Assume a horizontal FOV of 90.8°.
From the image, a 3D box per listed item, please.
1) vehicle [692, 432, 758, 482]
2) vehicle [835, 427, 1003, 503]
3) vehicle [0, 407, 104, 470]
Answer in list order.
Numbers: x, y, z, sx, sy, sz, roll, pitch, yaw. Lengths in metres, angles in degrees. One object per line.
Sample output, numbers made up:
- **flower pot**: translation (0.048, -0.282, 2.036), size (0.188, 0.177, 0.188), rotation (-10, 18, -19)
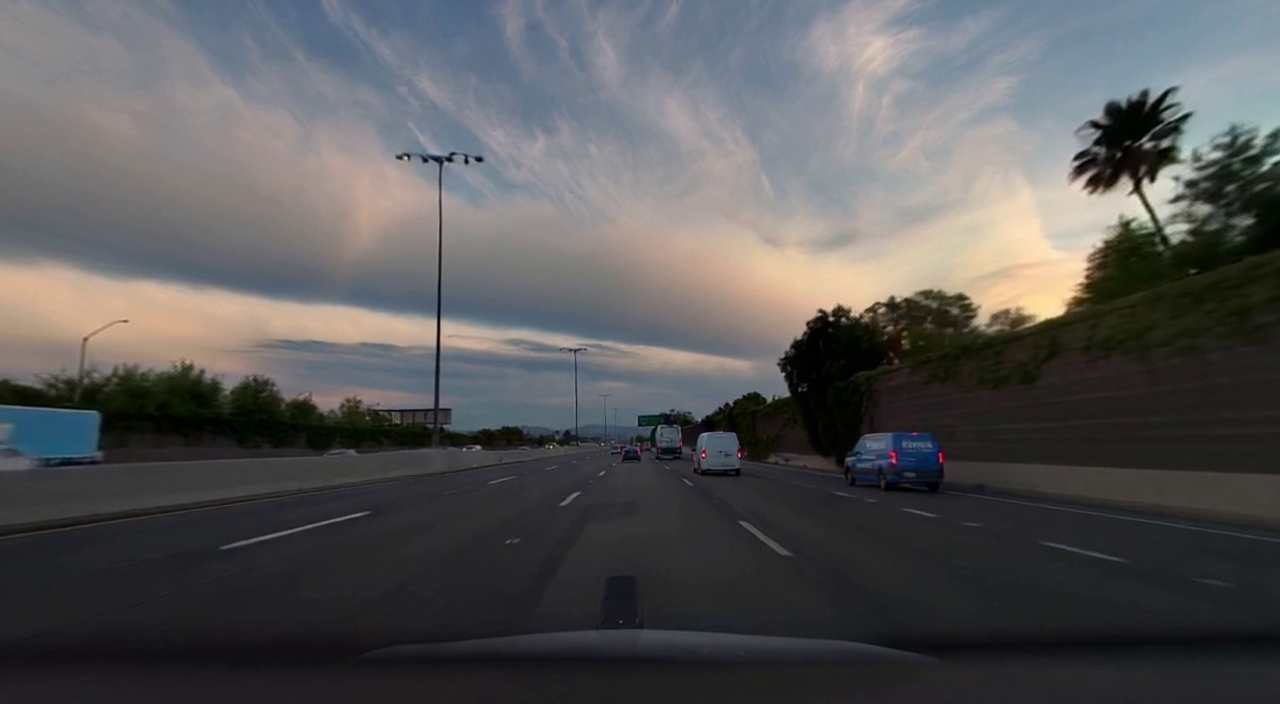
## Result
- **vehicle**: translation (3.536, 4.478, 27.187), size (2.035, 1.931, 4.841), rotation (0, -9, -2)
- **vehicle**: translation (7.389, 3.051, 17.488), size (2.266, 1.799, 4.947), rotation (0, -8, -1)
- **vehicle**: translation (-29.001, 3.112, 23.048), size (2.682, 2.685, 19.077), rotation (0, -8, 0)
